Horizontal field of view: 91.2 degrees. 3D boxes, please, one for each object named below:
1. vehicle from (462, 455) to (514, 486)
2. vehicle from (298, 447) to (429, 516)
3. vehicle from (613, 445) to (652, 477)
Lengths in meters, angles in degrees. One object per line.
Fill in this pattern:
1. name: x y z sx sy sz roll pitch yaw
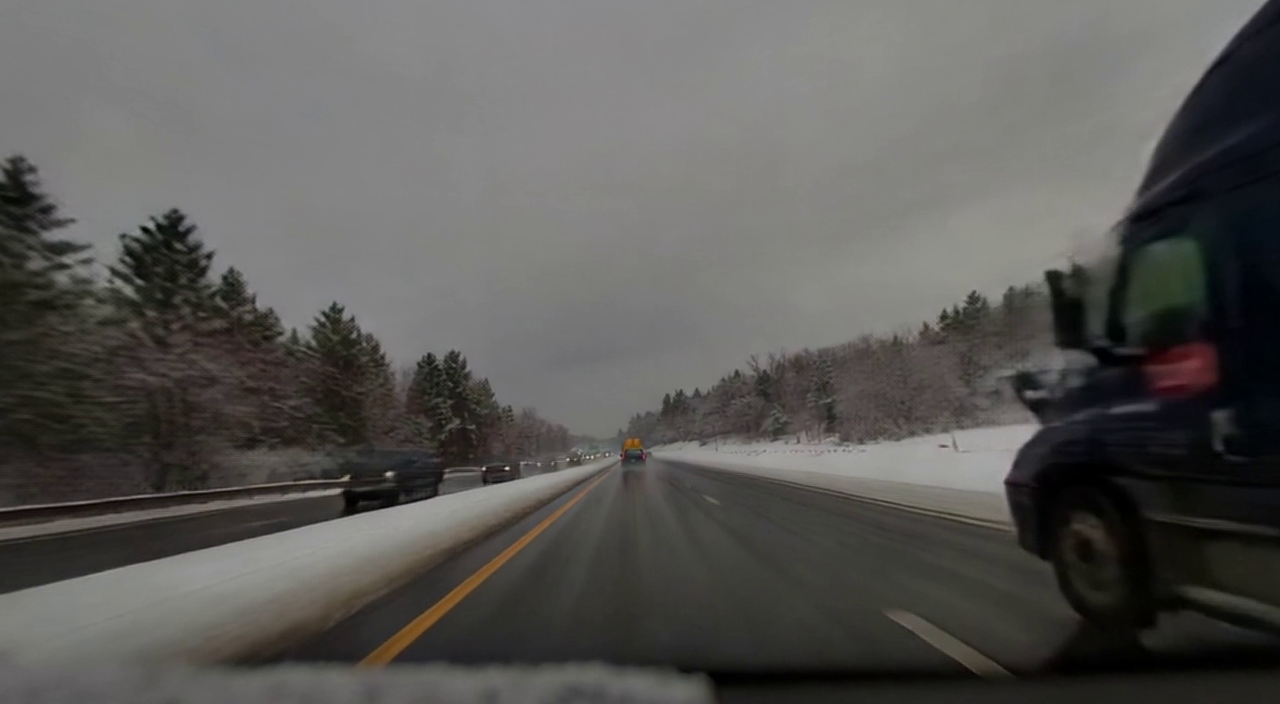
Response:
1. vehicle: -9.001 7.029 37.442 1.991 1.650 4.391 -1 -9 0
2. vehicle: -9.060 4.250 21.147 2.221 2.006 4.849 -1 -9 -1
3. vehicle: -0.450 6.496 37.510 2.168 1.705 4.272 -1 -9 -1
